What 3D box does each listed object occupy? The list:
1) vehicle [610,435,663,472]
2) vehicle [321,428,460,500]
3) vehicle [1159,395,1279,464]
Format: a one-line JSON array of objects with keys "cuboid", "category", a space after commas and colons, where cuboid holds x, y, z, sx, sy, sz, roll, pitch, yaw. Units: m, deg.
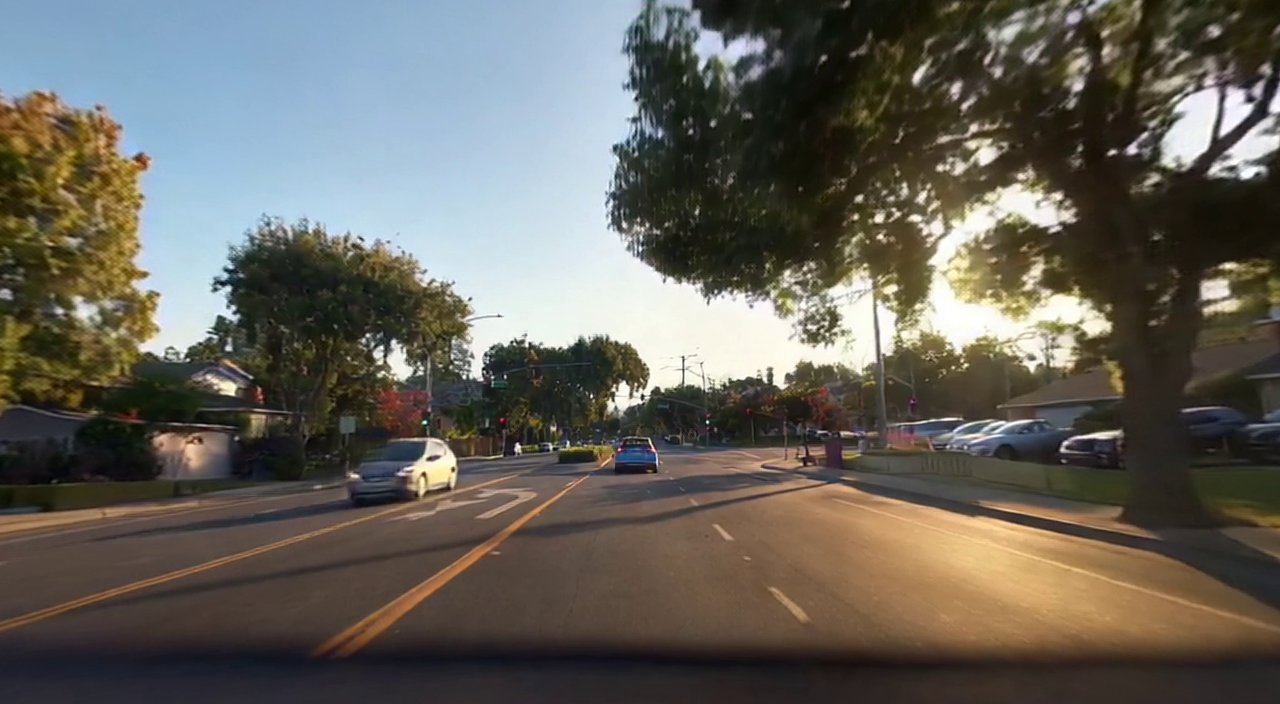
[{"cuboid": [-0.127, 4.311, 26.943, 2.104, 1.462, 3.991, 0, -9, 1], "category": "vehicle"}, {"cuboid": [-6.805, 3.111, 17.844, 2.117, 1.756, 4.375, 0, -9, 0], "category": "vehicle"}, {"cuboid": [16.622, 2.035, 16.468, 4.352, 1.670, 1.974, 0, -9, 1], "category": "vehicle"}]
